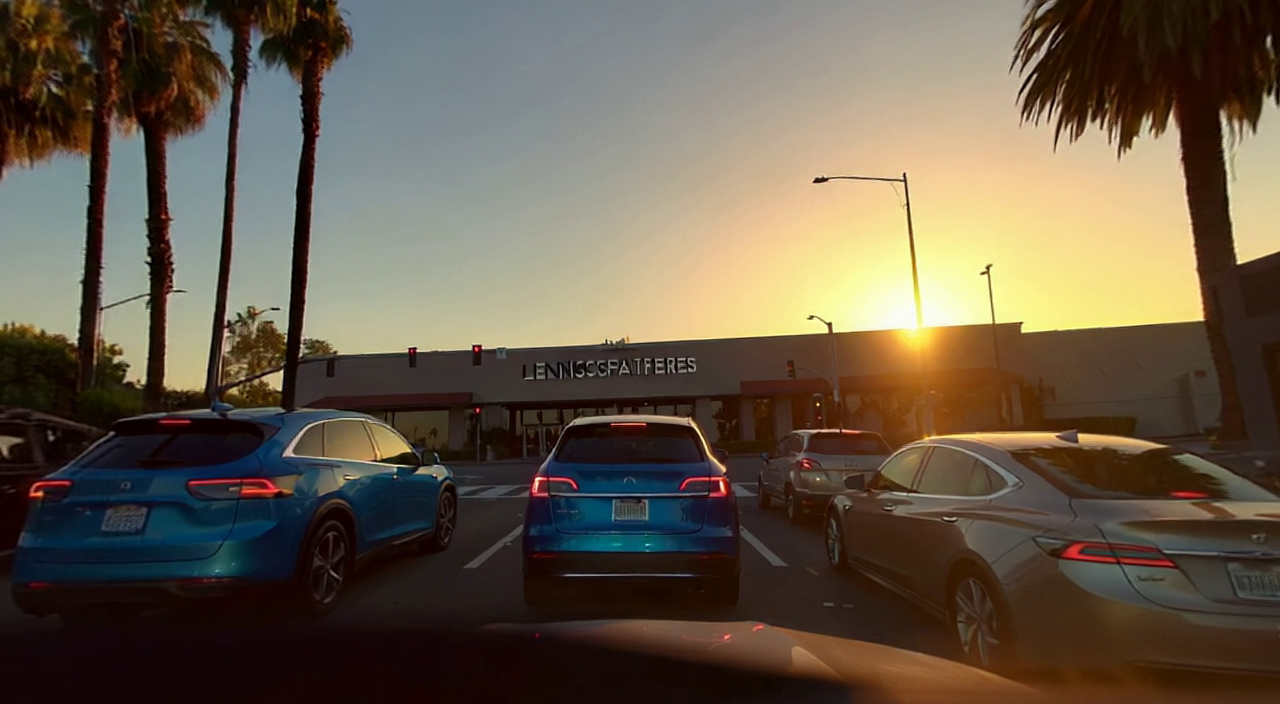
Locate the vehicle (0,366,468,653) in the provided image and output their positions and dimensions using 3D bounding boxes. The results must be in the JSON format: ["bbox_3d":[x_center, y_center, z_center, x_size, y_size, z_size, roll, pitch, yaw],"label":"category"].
[{"bbox_3d":[-3.347,1.282,6.128,2.014,1.755,4.360,0,-8,1],"label":"vehicle"}]

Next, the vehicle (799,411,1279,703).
[{"bbox_3d":[2.966,1.364,5.252,2.017,1.491,4.611,0,-8,-1],"label":"vehicle"}]

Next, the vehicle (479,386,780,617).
[{"bbox_3d":[-0.132,1.461,7.063,2.280,1.747,4.361,0,-8,-1],"label":"vehicle"}]
